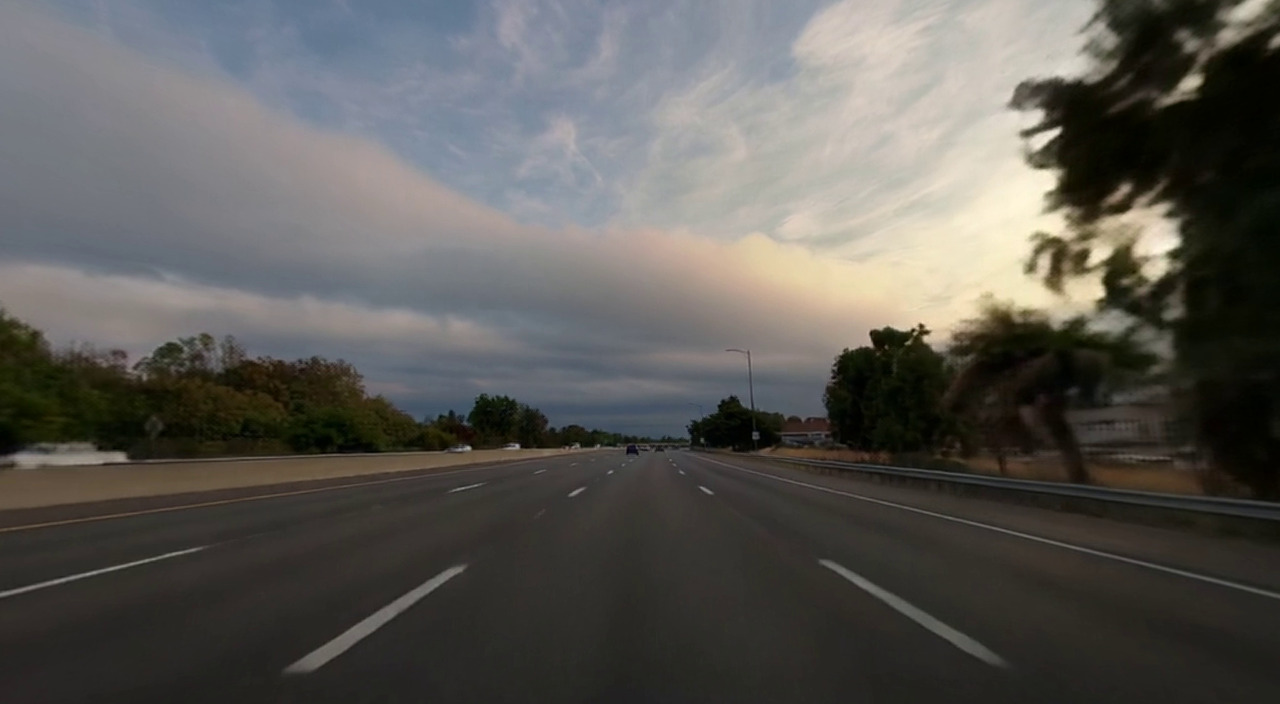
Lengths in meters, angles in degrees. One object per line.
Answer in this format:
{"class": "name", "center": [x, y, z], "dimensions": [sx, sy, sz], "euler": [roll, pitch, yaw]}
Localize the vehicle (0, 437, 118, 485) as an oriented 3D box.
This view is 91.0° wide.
{"class": "vehicle", "center": [-26.945, 4.768, 27.989], "dimensions": [2.389, 1.915, 5.855], "euler": [0, -8, 1]}
